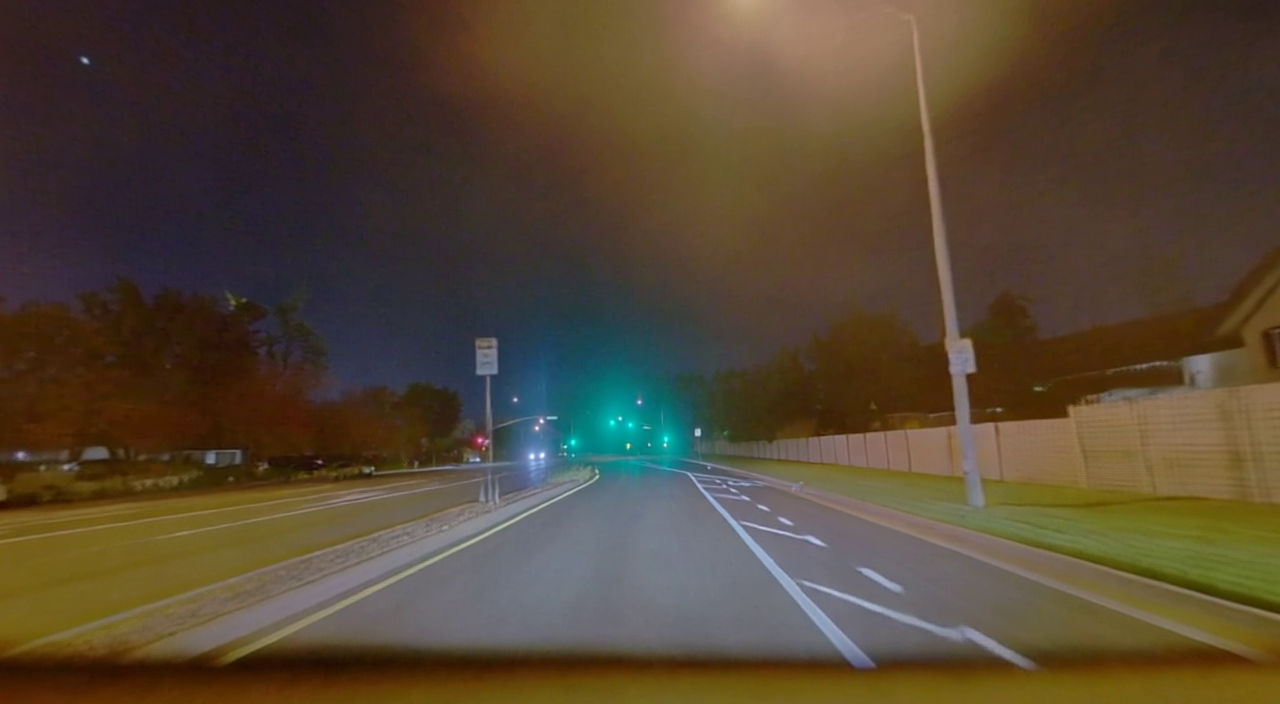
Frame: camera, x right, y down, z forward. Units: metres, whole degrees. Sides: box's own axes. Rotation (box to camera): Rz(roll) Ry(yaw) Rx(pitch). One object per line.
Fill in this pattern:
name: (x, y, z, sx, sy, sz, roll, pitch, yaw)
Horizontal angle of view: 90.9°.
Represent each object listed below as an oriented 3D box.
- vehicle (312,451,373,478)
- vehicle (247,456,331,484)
vehicle: (-21.377, 8.060, 45.513, 1.974, 1.704, 4.628, 0, -8, 2)
vehicle: (-21.427, 7.179, 38.747, 1.919, 1.497, 5.140, -1, -8, 4)
